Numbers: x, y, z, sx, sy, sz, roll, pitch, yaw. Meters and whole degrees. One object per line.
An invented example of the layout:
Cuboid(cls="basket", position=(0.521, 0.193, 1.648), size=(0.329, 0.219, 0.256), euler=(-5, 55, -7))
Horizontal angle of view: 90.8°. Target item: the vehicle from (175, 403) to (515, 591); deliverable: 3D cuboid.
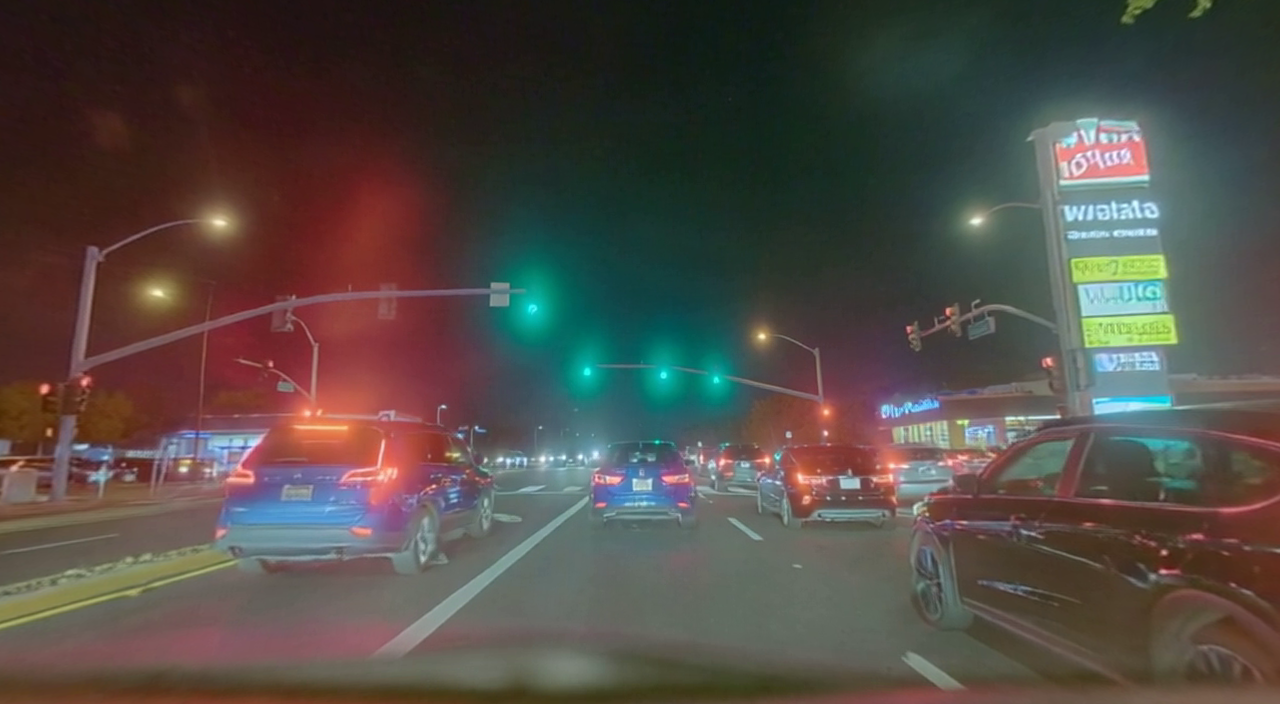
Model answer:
Cuboid(cls="vehicle", position=(-3.379, 1.789, 8.655), size=(2.257, 1.823, 4.777), euler=(-1, -9, 1))

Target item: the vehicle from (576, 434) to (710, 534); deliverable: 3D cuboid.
Cuboid(cls="vehicle", position=(0.036, 2.416, 12.104), size=(2.154, 1.577, 3.723), euler=(0, -9, 0))

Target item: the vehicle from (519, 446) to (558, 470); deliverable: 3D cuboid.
Cuboid(cls="vehicle", position=(-7.879, 8.227, 49.328), size=(2.293, 1.777, 4.497), euler=(0, -9, 0))

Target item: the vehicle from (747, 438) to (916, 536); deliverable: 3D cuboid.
Cuboid(cls="vehicle", position=(3.352, 2.432, 12.002), size=(1.865, 1.496, 4.170), euler=(0, -9, 0))

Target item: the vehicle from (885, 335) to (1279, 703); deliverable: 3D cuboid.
Cuboid(cls="vehicle", position=(3.068, 0.938, 3.016), size=(2.075, 1.661, 4.401), euler=(0, -9, 1))
